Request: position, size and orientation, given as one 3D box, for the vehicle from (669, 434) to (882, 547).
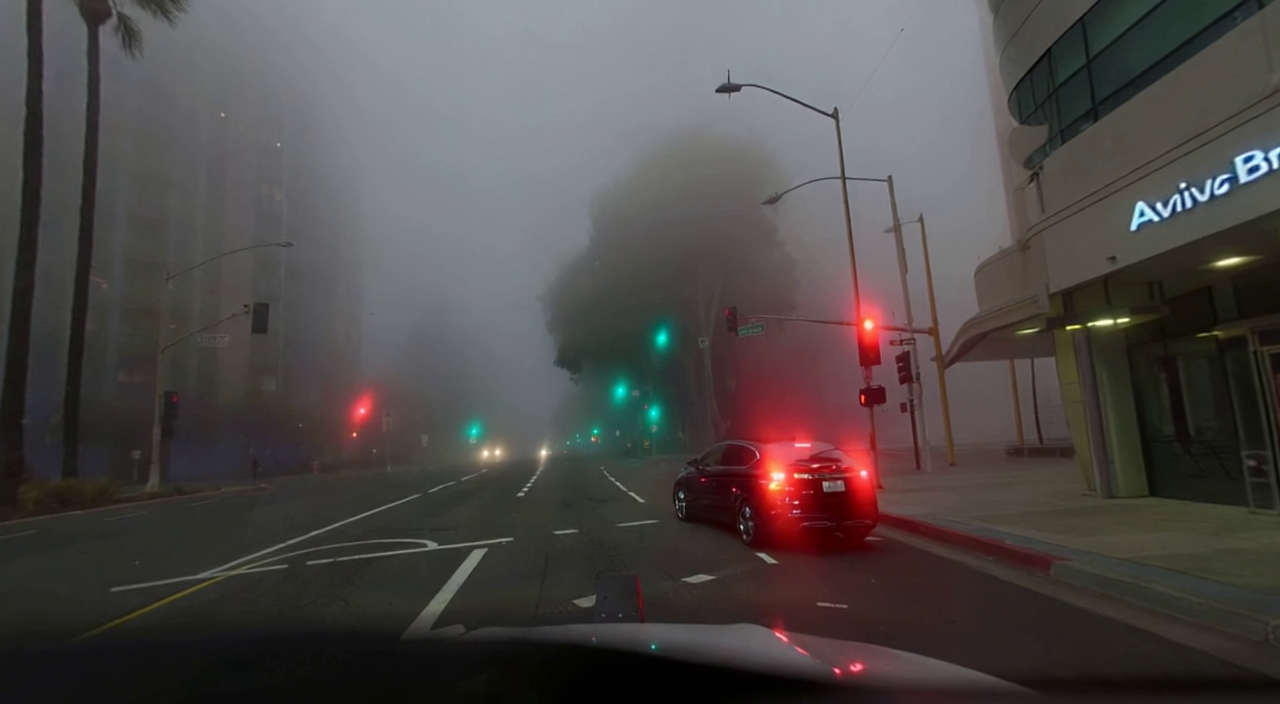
[{"bbox_3d":[1.944,2.183,10.820,2.090,1.466,4.676,1,-8,-7],"label":"vehicle"}]
